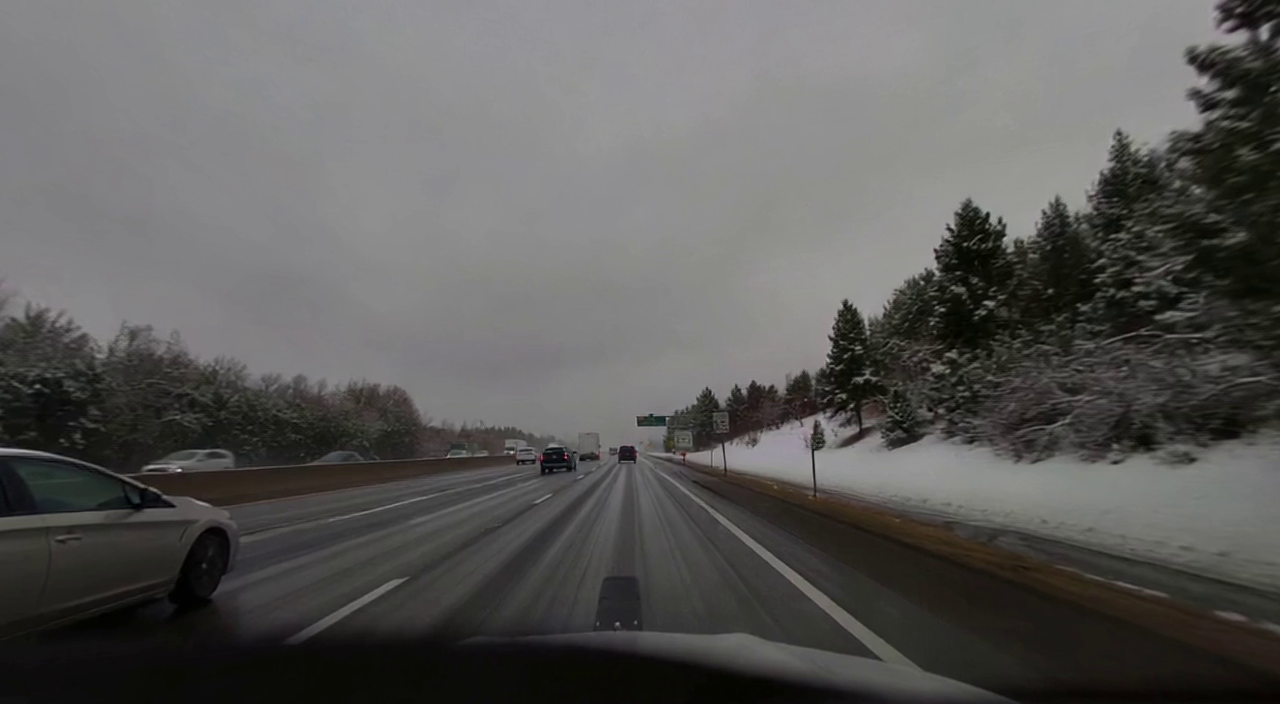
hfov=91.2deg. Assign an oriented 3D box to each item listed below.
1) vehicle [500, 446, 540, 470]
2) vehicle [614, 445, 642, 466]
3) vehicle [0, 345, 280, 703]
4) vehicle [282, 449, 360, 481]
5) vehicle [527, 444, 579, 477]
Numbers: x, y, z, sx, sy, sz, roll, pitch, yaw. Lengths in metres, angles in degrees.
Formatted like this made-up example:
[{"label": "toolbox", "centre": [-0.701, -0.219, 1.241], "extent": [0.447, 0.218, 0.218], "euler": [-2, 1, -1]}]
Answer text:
[{"label": "vehicle", "centre": [-8.042, 7.094, 42.227], "extent": [1.936, 1.516, 3.904], "euler": [0, -9, -1]}, {"label": "vehicle", "centre": [-0.922, 7.812, 47.337], "extent": [2.023, 1.479, 3.718], "euler": [0, -9, -1]}, {"label": "vehicle", "centre": [-3.948, 0.852, 2.711], "extent": [2.074, 1.779, 4.588], "euler": [0, -9, -1]}, {"label": "vehicle", "centre": [-16.371, 5.788, 32.374], "extent": [1.846, 1.519, 4.114], "euler": [0, -9, 0]}, {"label": "vehicle", "centre": [-4.183, 5.281, 30.611], "extent": [1.988, 1.477, 4.118], "euler": [0, -9, -1]}]
